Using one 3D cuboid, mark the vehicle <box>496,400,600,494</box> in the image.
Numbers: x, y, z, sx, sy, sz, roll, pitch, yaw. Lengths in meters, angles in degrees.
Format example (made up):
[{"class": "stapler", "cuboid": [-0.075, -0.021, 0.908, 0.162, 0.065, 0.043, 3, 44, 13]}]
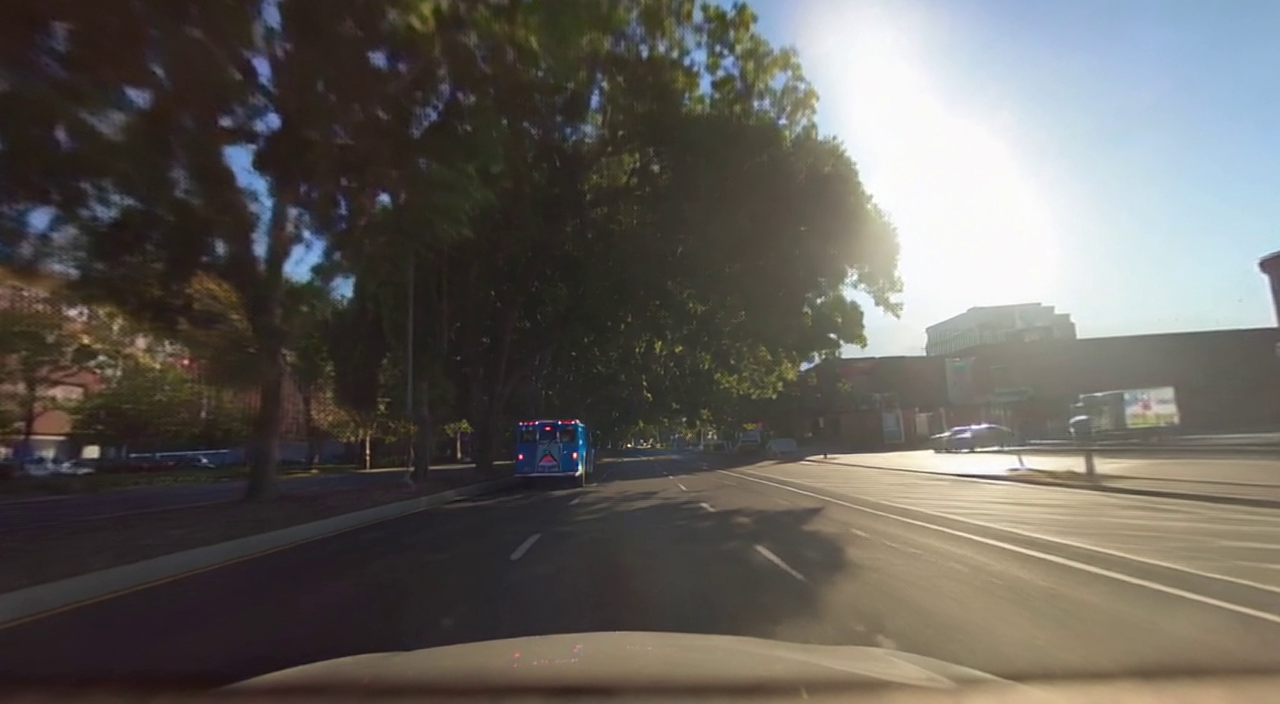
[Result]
[{"class": "vehicle", "cuboid": [-2.972, 3.299, 22.075, 2.633, 2.787, 5.796, -1, -8, 1]}]
